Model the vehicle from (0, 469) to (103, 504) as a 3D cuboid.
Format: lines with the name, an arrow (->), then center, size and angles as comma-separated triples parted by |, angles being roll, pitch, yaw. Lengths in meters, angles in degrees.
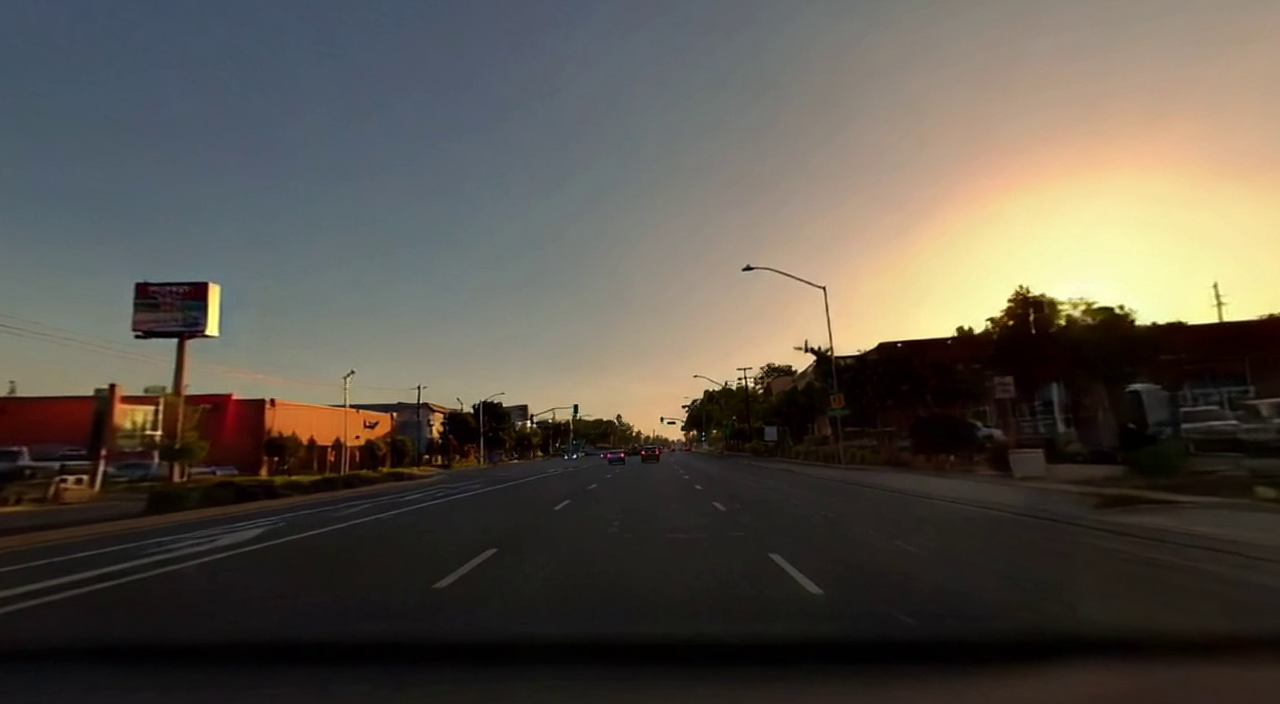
vehicle -> -28.952, 6.469, 30.685 | 1.882, 1.401, 4.476 | 0, -9, -2
